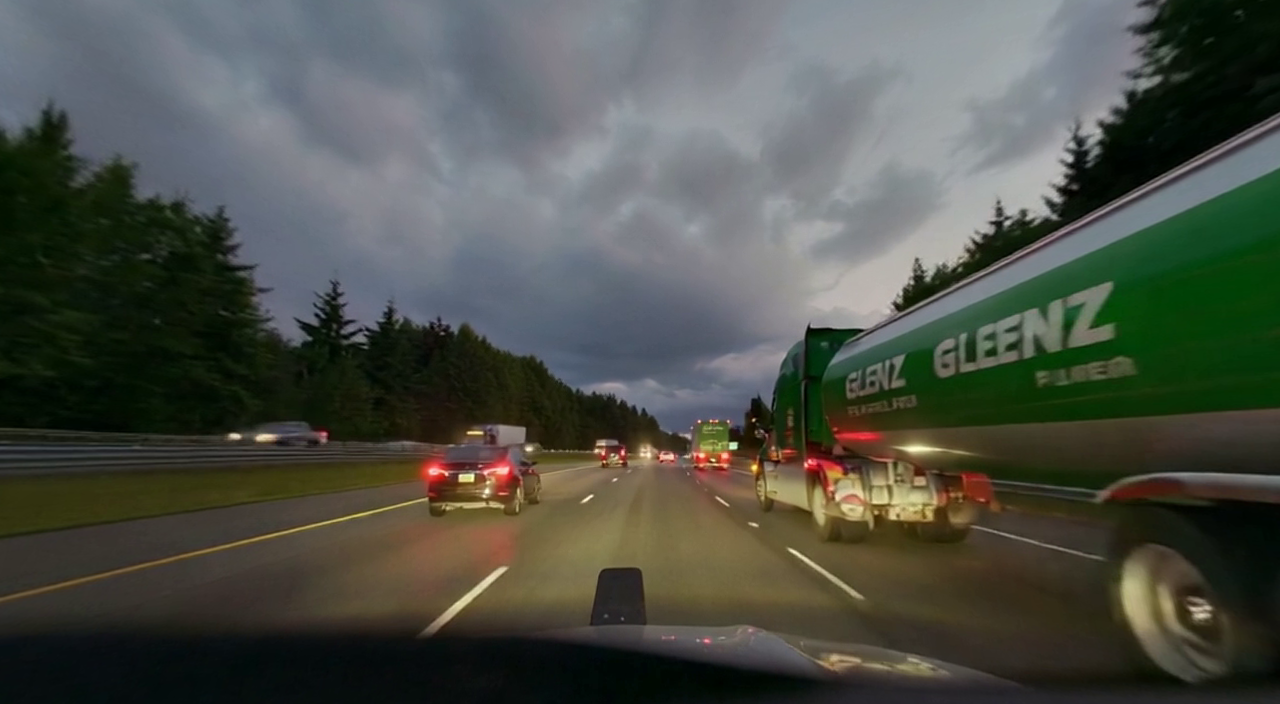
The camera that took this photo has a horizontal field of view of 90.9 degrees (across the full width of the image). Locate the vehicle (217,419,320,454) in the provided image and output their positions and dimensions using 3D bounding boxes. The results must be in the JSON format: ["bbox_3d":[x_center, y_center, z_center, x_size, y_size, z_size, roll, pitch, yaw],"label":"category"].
[{"bbox_3d":[-17.327,4.044,29.706,1.834,1.515,4.605,-1,-9,3],"label":"vehicle"}]

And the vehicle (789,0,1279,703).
[{"bbox_3d":[4.311,0.685,6.699,2.732,3.585,11.338,0,-9,0],"label":"vehicle"}]

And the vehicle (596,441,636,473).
[{"bbox_3d":[-1.568,7.147,42.917,2.201,2.038,5.065,-1,-9,4],"label":"vehicle"}]

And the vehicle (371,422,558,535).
[{"bbox_3d":[-3.006,2.313,12.013,2.205,1.728,4.397,0,-9,1],"label":"vehicle"}]
